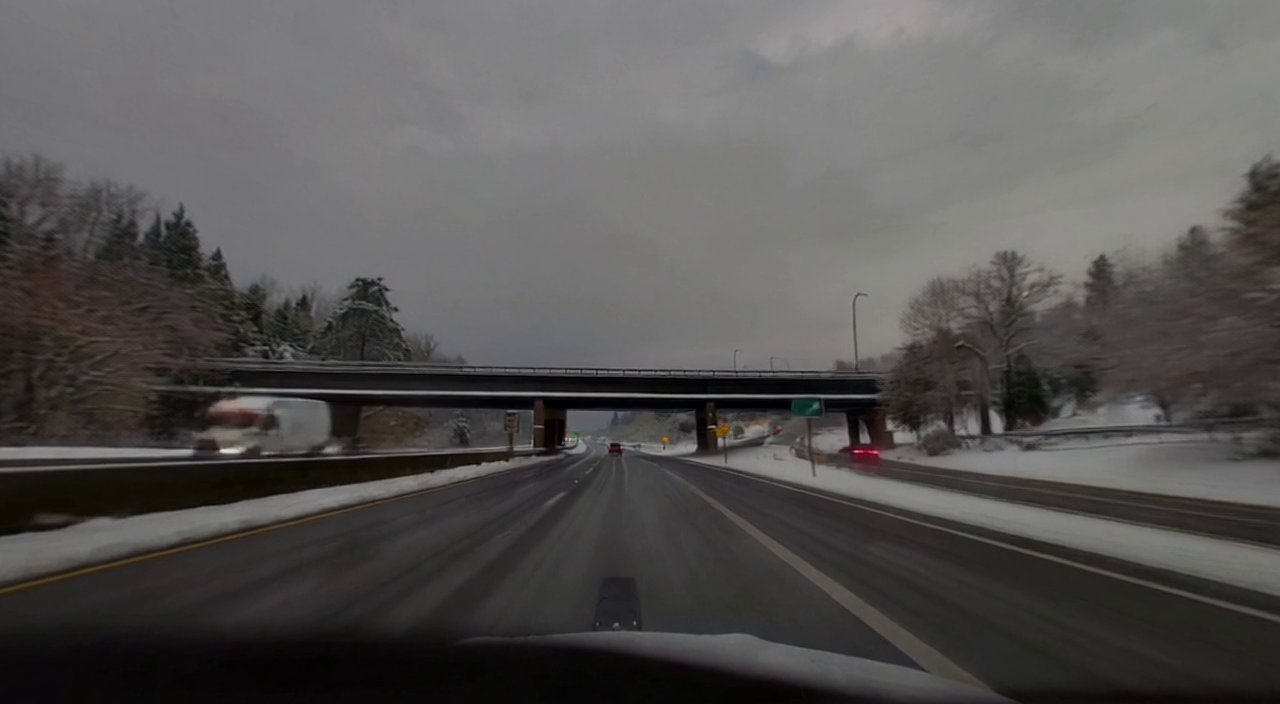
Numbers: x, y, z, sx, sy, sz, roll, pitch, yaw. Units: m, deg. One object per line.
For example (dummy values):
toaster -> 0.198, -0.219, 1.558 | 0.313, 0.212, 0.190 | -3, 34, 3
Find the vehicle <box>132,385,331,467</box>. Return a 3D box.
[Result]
vehicle -> -14.041, 2.748, 22.400 | 2.526, 2.474, 6.834 | 0, -9, 0
